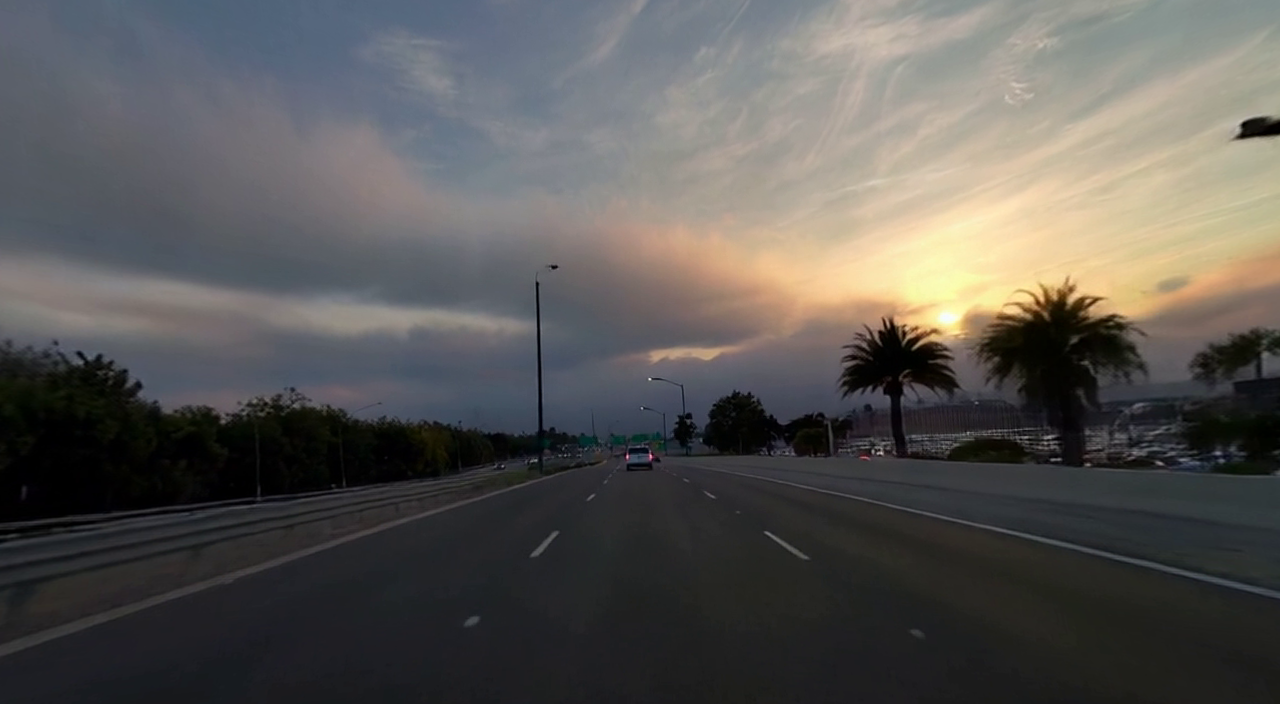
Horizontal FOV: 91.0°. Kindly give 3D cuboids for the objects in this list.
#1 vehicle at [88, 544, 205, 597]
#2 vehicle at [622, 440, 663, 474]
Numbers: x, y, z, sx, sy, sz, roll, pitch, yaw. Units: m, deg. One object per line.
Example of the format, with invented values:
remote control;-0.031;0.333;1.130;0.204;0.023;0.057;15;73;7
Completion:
vehicle;-29.731;13.162;38.260;2.309;1.963;5.918;-1;-8;0
vehicle;0.116;5.680;34.322;2.089;1.718;4.193;0;-9;-1
